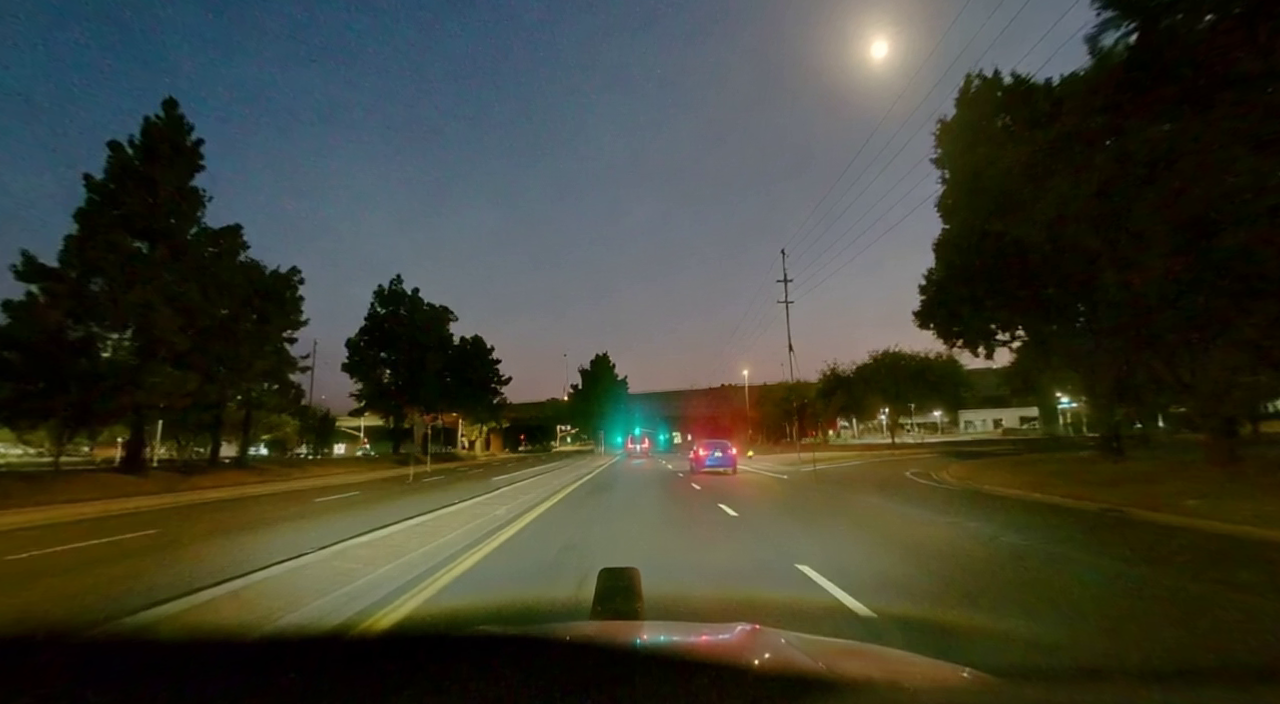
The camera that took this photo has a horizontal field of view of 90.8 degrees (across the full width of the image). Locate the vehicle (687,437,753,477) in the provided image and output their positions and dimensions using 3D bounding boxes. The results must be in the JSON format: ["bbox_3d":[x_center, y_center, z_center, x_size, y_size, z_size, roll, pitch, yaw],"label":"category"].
[{"bbox_3d":[3.247,4.357,26.461,2.062,1.484,4.332,0,-8,-1],"label":"vehicle"}]
